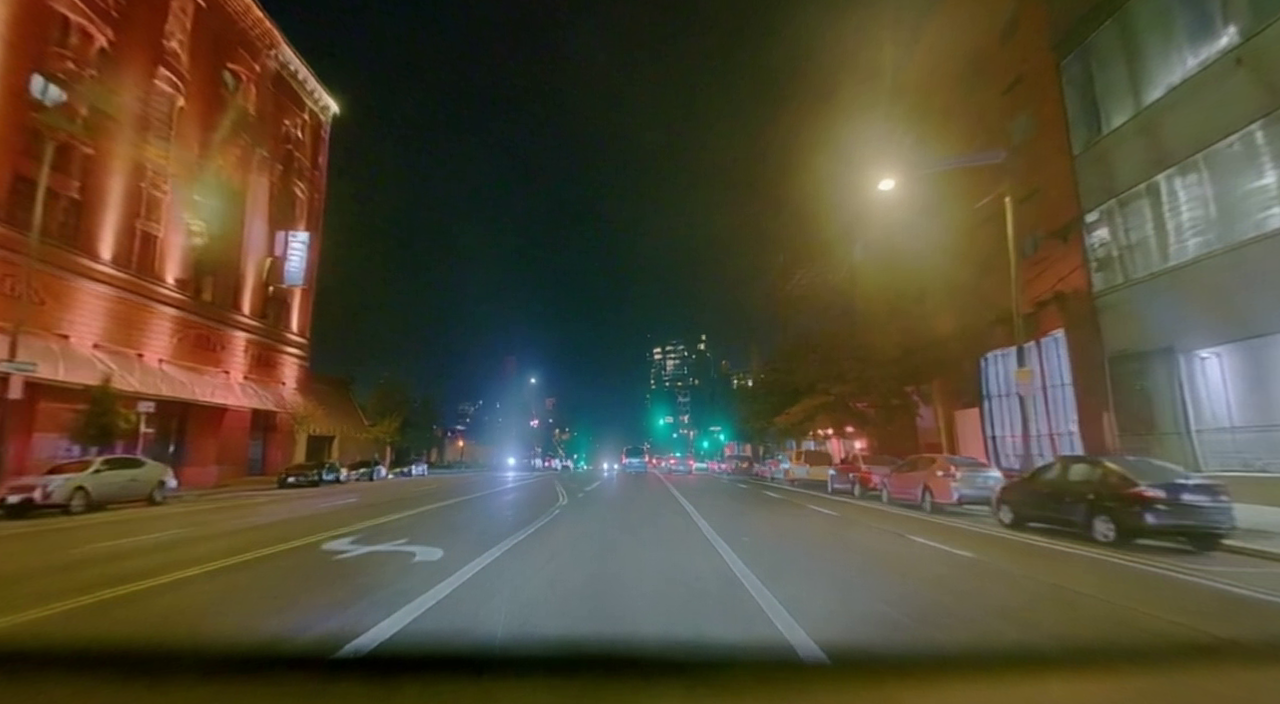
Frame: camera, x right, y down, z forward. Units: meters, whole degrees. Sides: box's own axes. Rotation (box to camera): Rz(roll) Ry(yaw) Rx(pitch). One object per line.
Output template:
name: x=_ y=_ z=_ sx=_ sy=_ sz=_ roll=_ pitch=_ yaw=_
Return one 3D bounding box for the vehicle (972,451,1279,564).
vehicle: x=8.048 y=2.430 z=10.780 sx=2.030 sy=1.444 sz=4.832 roll=0 pitch=-9 yaw=-1

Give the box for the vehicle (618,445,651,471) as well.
vehicle: x=-0.427 y=7.971 z=47.680 sx=2.329 sy=1.842 sz=4.537 roll=0 pitch=-8 yaw=-1

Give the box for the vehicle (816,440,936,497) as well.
vehicle: x=8.121 y=4.086 z=22.361 sx=2.310 sy=1.753 sz=4.814 roll=0 pitch=-9 yaw=-1

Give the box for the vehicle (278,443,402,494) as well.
vehicle: x=-14.481 y=5.644 z=31.132 sx=2.822 sy=2.230 sz=6.145 roll=0 pitch=-9 yaw=3

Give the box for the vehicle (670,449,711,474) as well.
vehicle: x=3.137 y=6.954 z=40.384 sx=2.238 sy=1.499 sz=4.964 roll=0 pitch=-8 yaw=0

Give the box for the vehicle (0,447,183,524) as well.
vehicle: x=-14.846 y=3.410 z=16.768 sx=2.063 sy=1.735 sz=4.317 roll=0 pitch=-9 yaw=1

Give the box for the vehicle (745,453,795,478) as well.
vehicle: x=8.128 y=7.135 z=40.017 sx=2.054 sy=1.455 sz=4.786 roll=0 pitch=-9 yaw=-2

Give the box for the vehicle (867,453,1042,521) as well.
vehicle: x=7.959 y=3.428 z=16.676 sx=2.075 sy=1.467 sz=4.800 roll=0 pitch=-9 yaw=-1
